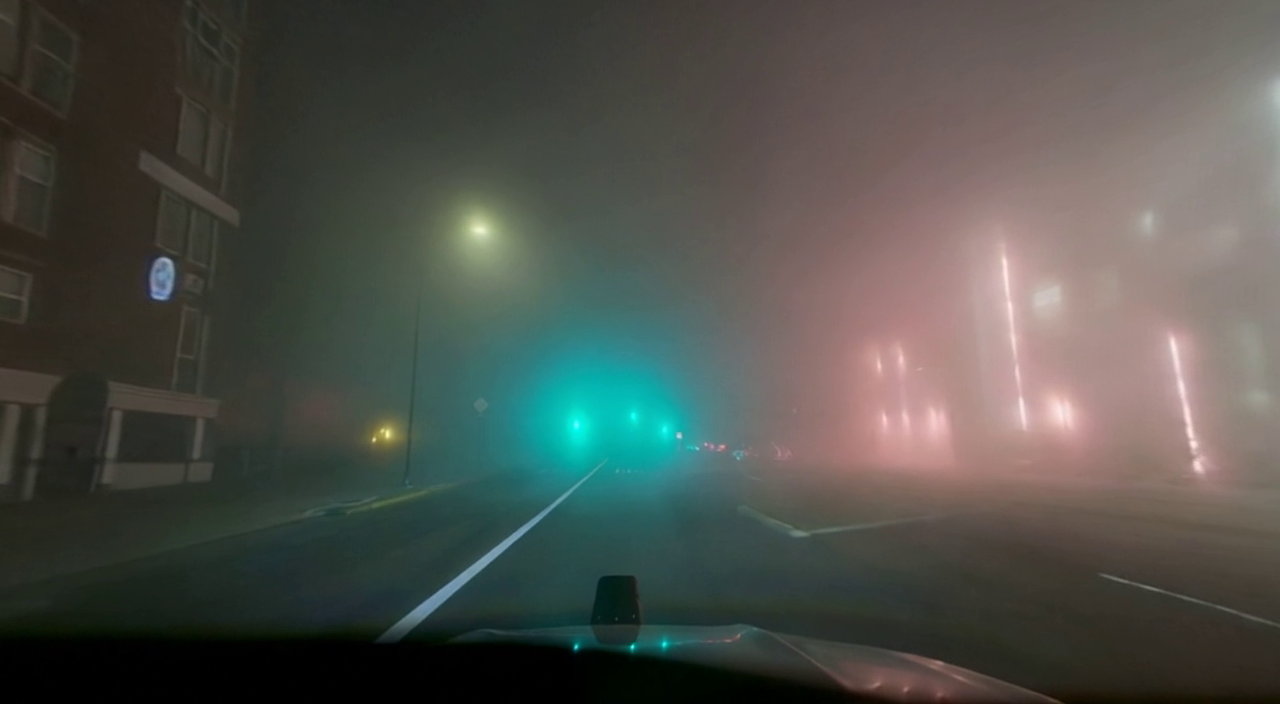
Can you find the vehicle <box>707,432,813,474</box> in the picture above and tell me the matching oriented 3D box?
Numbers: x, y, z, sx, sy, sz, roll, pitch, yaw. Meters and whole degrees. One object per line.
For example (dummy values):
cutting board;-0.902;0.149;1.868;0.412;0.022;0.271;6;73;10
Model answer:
vehicle;4.758;3.936;24.882;3.844;1.524;1.847;4;-9;-32
